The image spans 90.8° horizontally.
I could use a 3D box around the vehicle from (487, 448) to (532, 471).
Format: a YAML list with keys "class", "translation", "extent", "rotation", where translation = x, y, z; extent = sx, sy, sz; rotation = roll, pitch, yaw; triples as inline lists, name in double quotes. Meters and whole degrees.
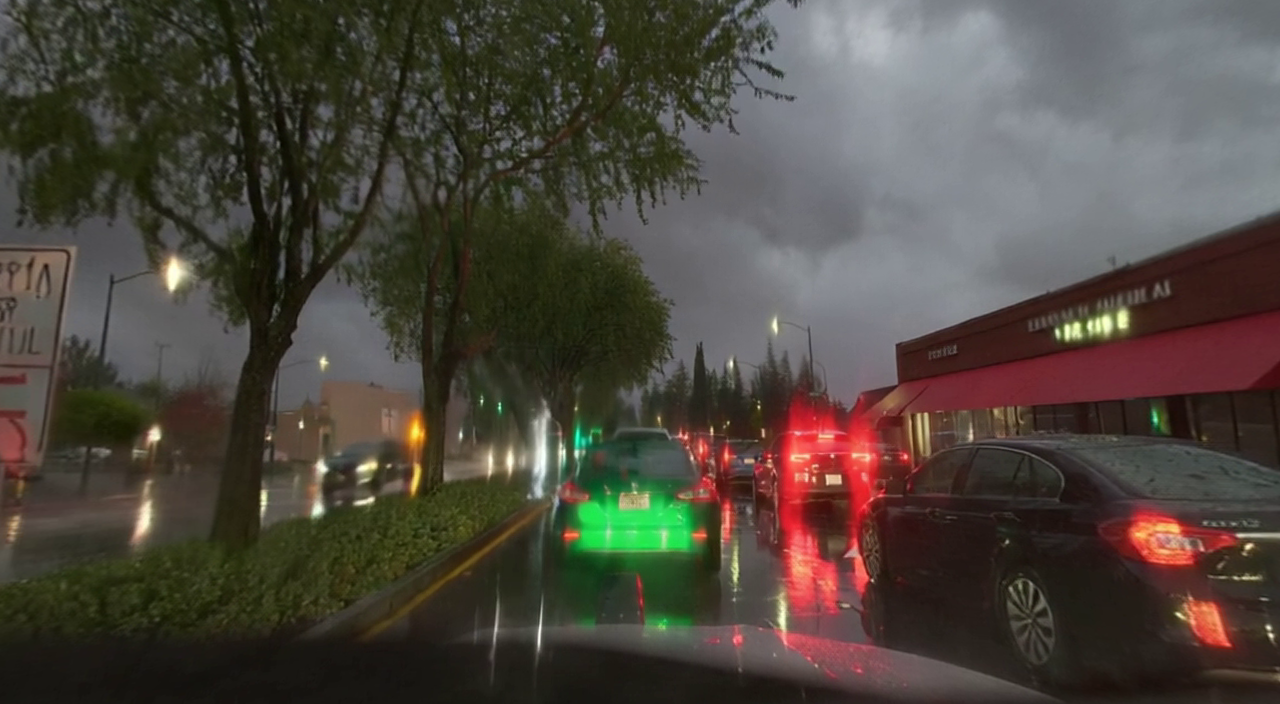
- class: "vehicle"
  translation: [-8.392, 6.940, 40.987]
  extent: [1.850, 1.417, 4.321]
  rotation: [-1, -9, 1]

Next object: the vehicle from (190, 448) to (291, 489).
- class: "vehicle"
  translation: [-18.663, 5.395, 29.510]
  extent: [4.329, 1.773, 2.072]
  rotation: [-5, -10, 30]

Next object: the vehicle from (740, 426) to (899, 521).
- class: "vehicle"
  translation: [3.537, 2.483, 13.424]
  extent: [2.025, 1.660, 4.263]
  rotation: [0, -9, -1]

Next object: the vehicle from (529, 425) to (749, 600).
- class: "vehicle"
  translation: [-0.023, 1.660, 7.294]
  extent: [1.887, 1.487, 3.535]
  rotation: [0, -9, 0]

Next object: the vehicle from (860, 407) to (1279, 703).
- class: "vehicle"
  translation: [3.312, 1.259, 4.485]
  extent: [1.988, 1.480, 4.195]
  rotation: [0, -9, 0]

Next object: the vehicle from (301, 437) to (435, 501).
- class: "vehicle"
  translation: [-8.085, 3.487, 19.302]
  extent: [2.079, 1.695, 4.374]
  rotation: [0, -9, 1]
